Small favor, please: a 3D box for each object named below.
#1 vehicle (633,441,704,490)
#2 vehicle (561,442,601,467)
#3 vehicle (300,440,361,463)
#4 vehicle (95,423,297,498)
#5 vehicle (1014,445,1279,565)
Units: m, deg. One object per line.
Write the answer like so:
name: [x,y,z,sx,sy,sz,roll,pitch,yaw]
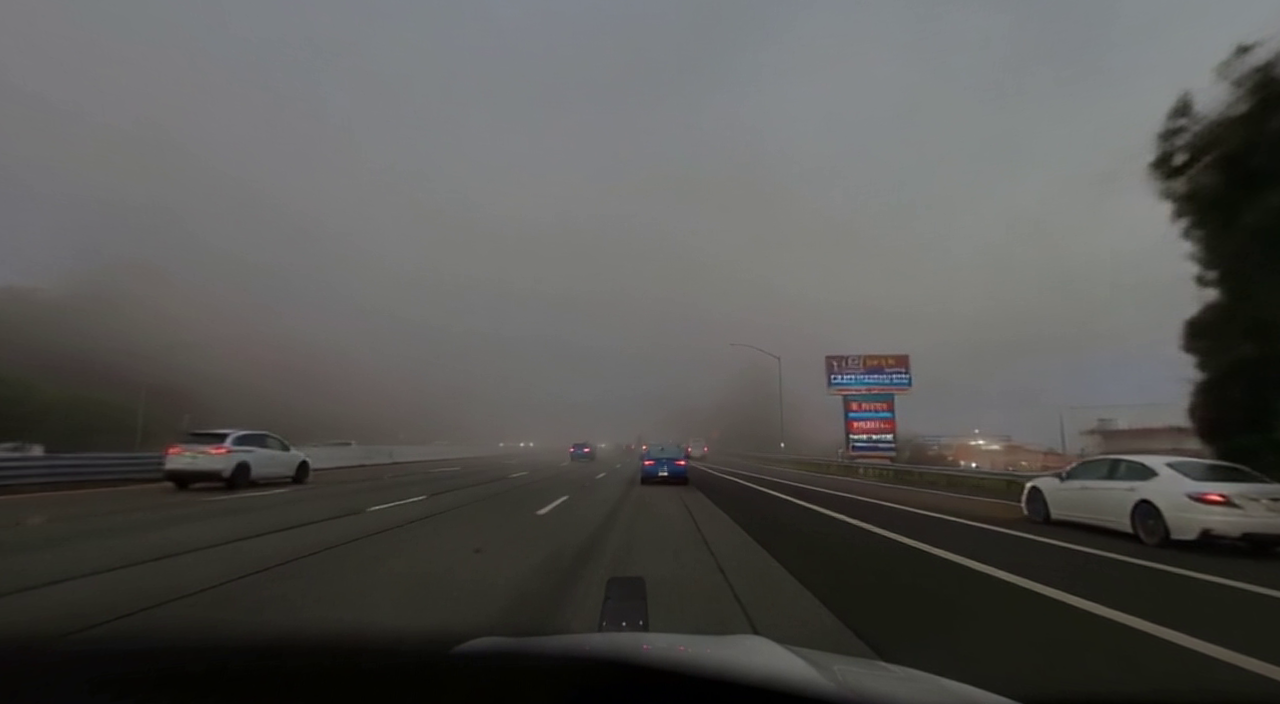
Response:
vehicle: [0.863,3.709,21.030,2.113,1.464,4.073,0,-8,0]
vehicle: [-3.670,6.503,40.158,2.047,1.497,4.208,0,-8,2]
vehicle: [-20.964,6.718,42.913,1.820,1.474,4.497,0,-8,1]
vehicle: [-11.168,2.745,16.368,1.950,1.664,4.403,0,-8,1]
vehicle: [8.375,2.220,10.047,2.030,1.442,4.358,0,-8,-2]
